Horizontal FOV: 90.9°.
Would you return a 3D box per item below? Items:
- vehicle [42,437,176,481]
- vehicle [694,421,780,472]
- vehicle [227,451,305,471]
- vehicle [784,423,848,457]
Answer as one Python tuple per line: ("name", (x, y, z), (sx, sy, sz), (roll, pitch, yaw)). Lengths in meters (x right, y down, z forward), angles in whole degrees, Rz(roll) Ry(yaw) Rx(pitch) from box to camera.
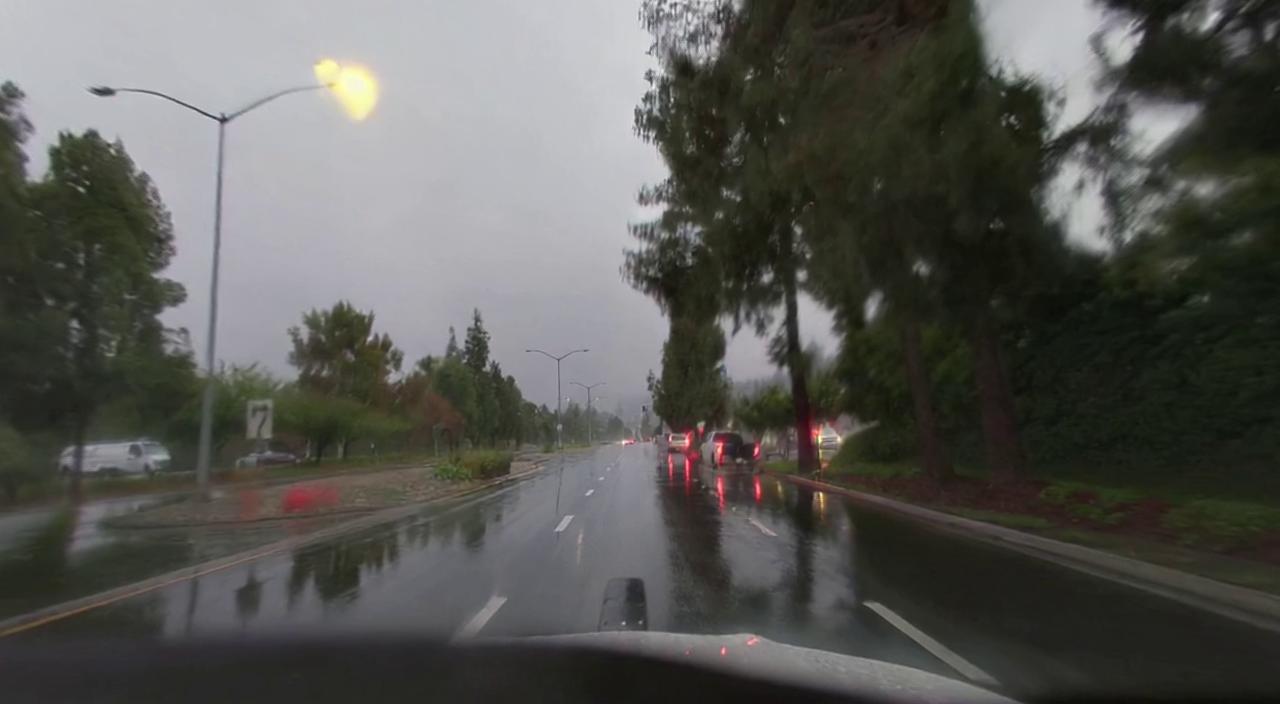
("vehicle", (-35.289, 7.091, 42.092), (6.147, 2.763, 2.919), (0, -8, -2))
("vehicle", (3.888, 3.960, 26.575), (2.493, 1.896, 5.433), (0, -8, -3))
("vehicle", (-29.051, 8.486, 49.063), (4.719, 1.433, 1.995), (1, -8, -5))
("vehicle", (11.146, 5.616, 40.429), (2.197, 1.923, 5.799), (2, -8, -3))
